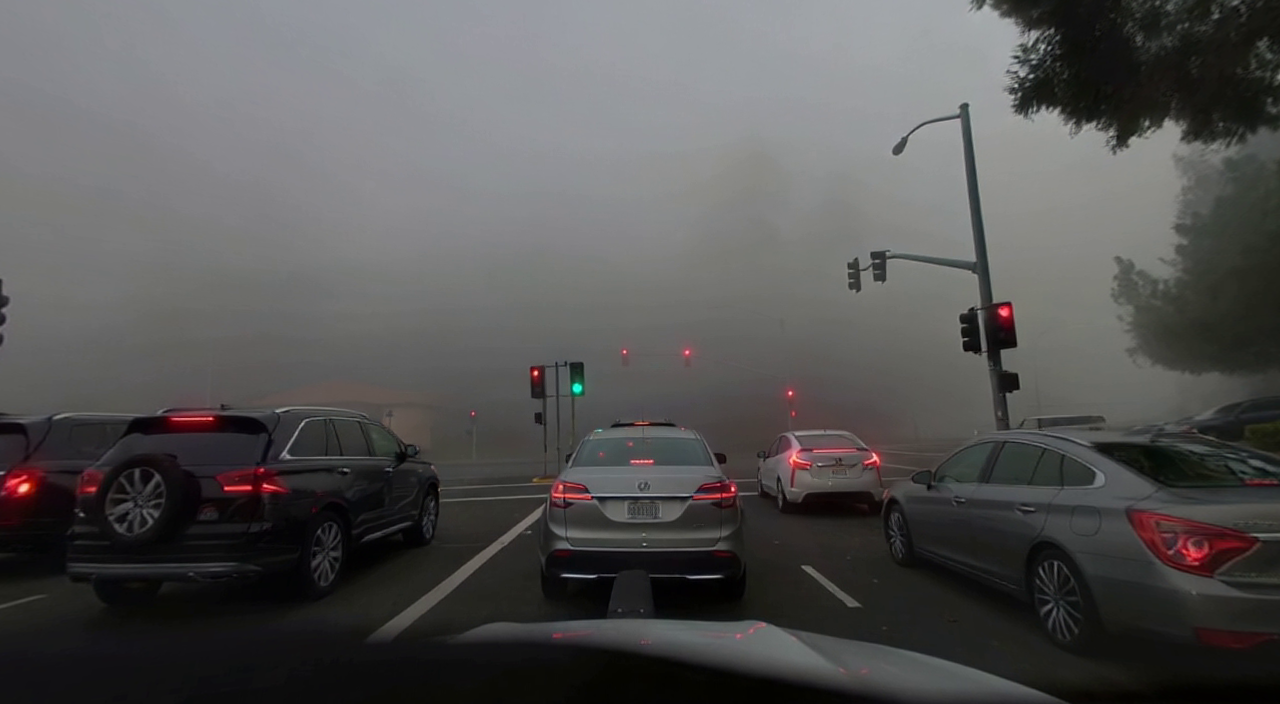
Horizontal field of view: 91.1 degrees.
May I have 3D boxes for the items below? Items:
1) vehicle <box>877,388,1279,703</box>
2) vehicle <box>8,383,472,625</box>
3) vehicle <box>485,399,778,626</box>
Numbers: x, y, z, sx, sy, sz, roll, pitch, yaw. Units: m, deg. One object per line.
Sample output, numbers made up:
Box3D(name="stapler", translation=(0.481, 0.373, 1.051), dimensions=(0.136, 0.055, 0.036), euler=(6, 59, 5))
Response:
Box3D(name="vehicle", translation=(3.588, 1.207, 4.602), dimensions=(2.010, 1.486, 4.498), euler=(0, -8, 1))
Box3D(name="vehicle", translation=(-3.551, 1.431, 6.859), dimensions=(2.014, 1.755, 4.360), euler=(0, -8, 3))
Box3D(name="vehicle", translation=(-0.043, 1.395, 6.304), dimensions=(2.047, 1.579, 3.642), euler=(0, -8, 1))
